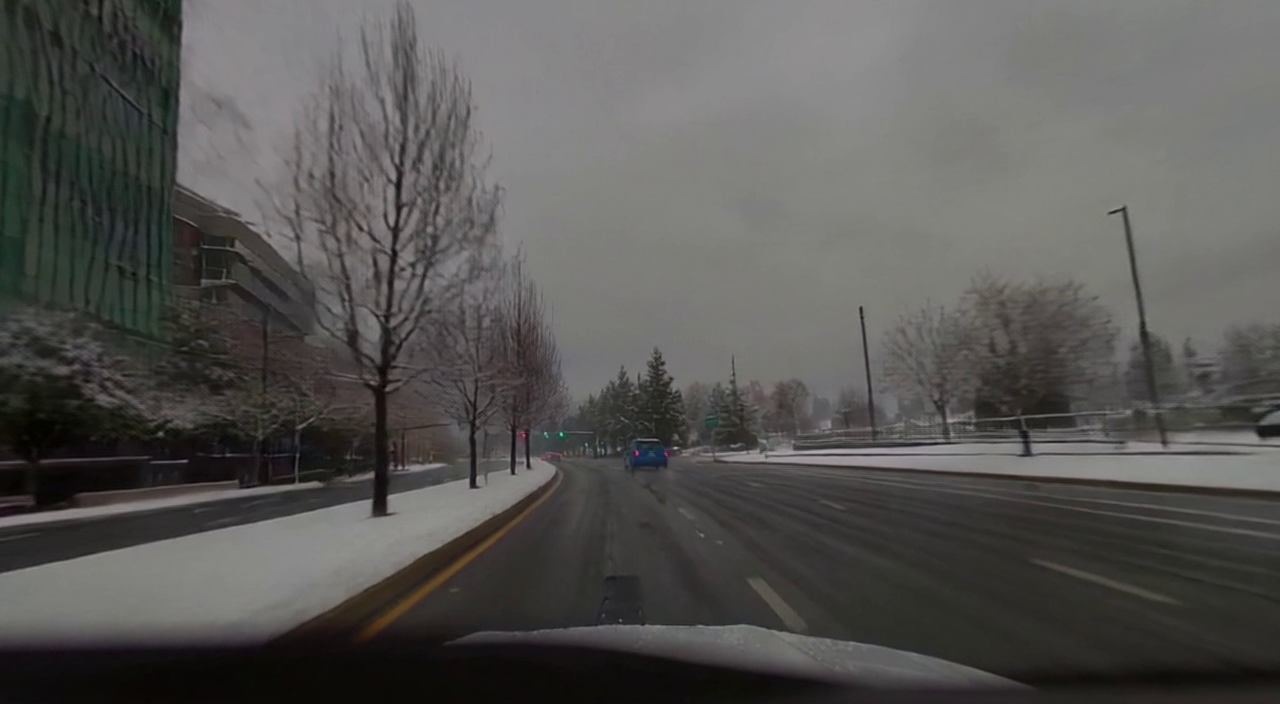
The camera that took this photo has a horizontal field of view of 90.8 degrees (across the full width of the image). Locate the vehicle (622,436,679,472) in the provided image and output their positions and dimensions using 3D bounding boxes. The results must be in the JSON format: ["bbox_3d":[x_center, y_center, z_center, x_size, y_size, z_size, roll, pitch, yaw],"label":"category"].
[{"bbox_3d":[0.420,5.005,31.229,2.165,1.633,4.381,1,-8,-8],"label":"vehicle"}]
